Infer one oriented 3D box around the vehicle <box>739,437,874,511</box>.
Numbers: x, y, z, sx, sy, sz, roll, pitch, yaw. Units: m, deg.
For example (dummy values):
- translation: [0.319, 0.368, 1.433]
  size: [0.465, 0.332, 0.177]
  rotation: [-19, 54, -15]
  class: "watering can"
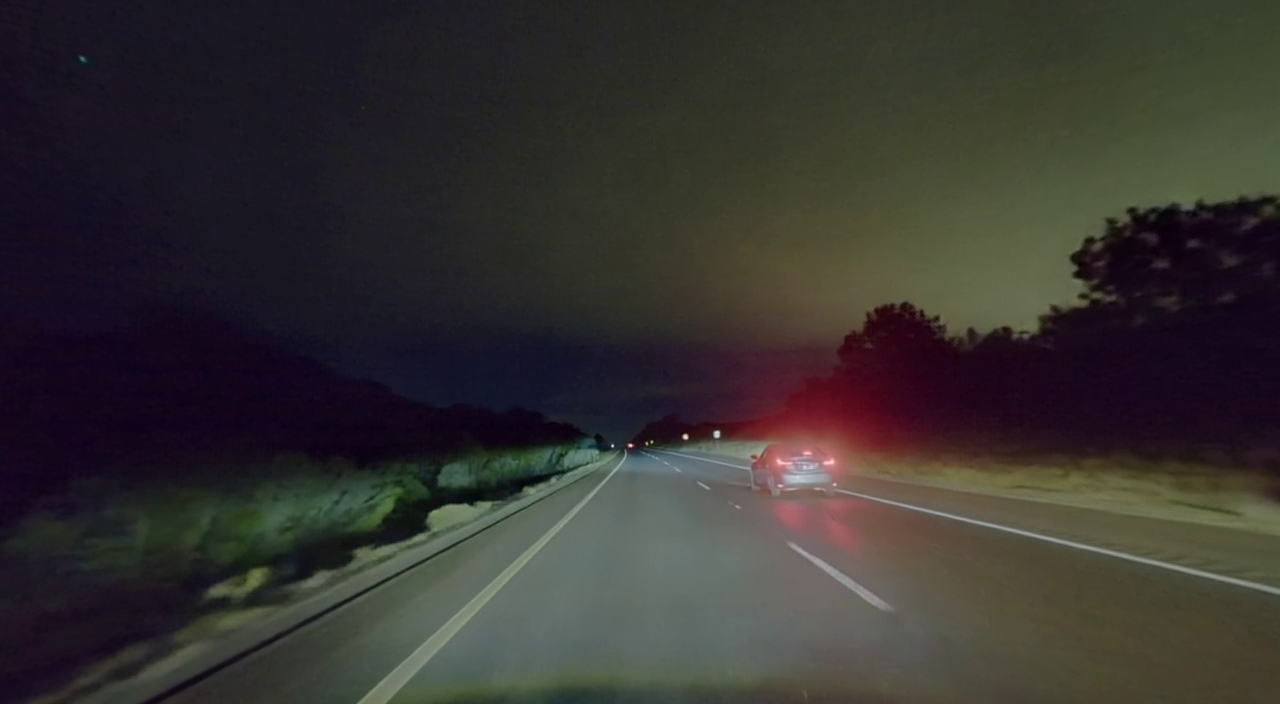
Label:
- translation: [3.742, 2.824, 15.134]
  size: [2.003, 1.466, 4.441]
  rotation: [0, -8, 0]
  class: "vehicle"
